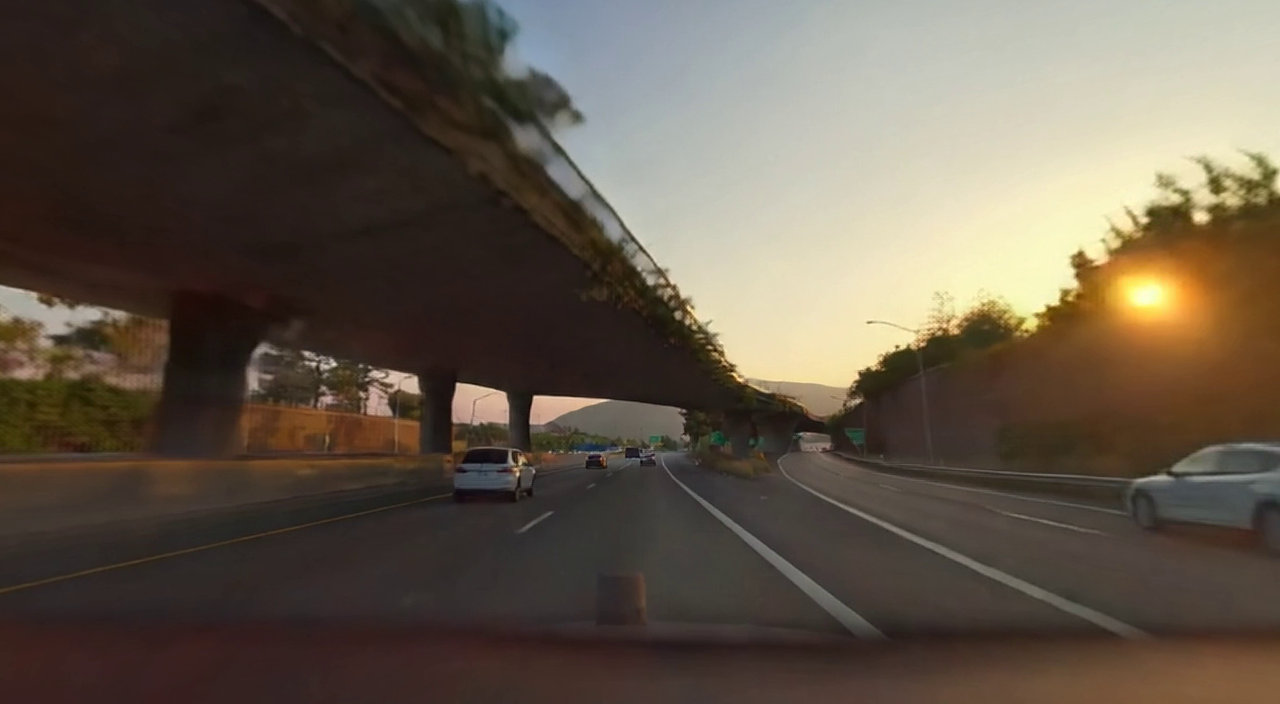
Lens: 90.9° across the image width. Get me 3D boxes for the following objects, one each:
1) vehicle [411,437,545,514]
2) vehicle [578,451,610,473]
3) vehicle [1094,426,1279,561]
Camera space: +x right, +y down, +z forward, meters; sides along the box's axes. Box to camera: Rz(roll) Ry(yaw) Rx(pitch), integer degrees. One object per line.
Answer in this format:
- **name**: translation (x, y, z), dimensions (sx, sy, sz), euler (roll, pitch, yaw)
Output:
- **vehicle**: translation (-3.911, 3.075, 16.156), dimensions (2.263, 1.696, 4.321), euler (0, -9, 0)
- **vehicle**: translation (-3.403, 8.149, 46.902), dimensions (1.997, 1.540, 3.906), euler (0, -9, 1)
- **vehicle**: translation (8.543, 1.797, 8.253), dimensions (2.020, 1.548, 4.715), euler (-1, -9, 6)
